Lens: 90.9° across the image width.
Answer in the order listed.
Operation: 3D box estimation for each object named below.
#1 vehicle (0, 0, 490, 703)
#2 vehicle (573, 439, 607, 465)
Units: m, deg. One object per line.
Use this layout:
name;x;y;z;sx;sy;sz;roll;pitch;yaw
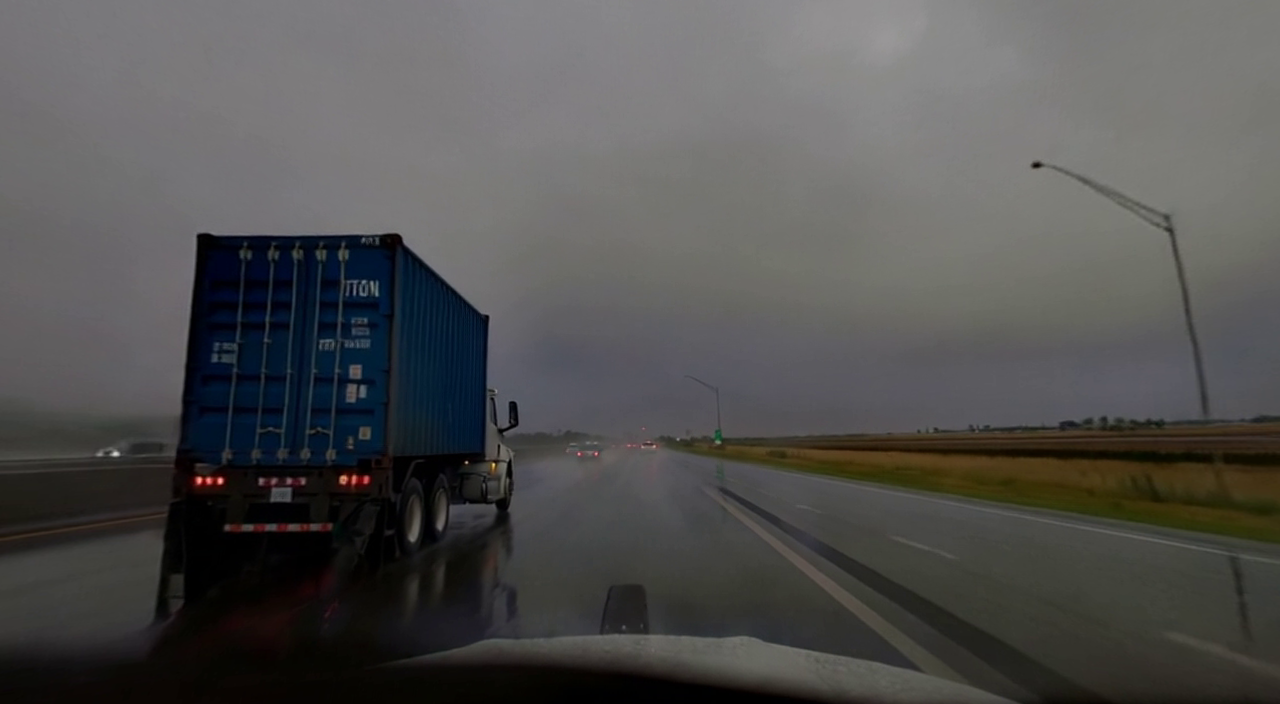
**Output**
vehicle;-3.994;-0.126;3.174;2.840;4.032;13.388;0;-8;2
vehicle;-3.458;6.976;44.177;1.995;1.745;4.187;0;-8;1
